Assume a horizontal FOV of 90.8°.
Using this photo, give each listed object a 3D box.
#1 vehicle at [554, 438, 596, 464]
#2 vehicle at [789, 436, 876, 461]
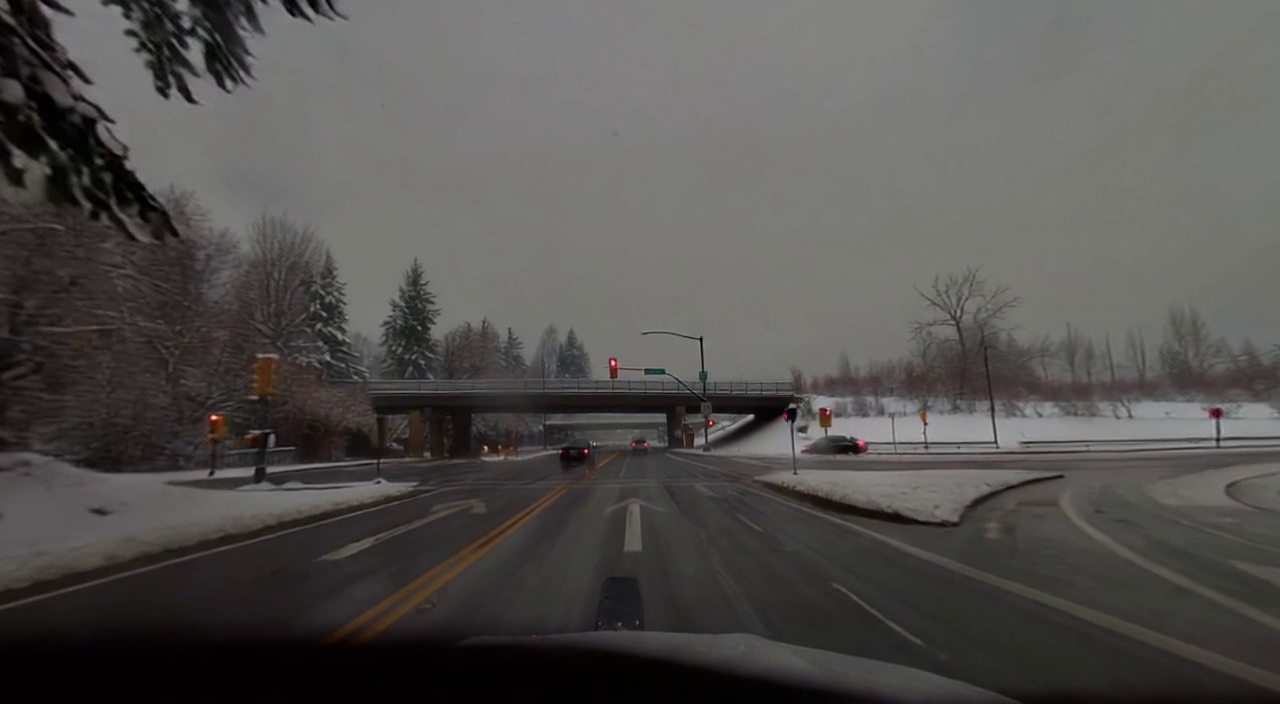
[{"bbox_3d":[-3.869,6.051,38.485,2.082,1.472,4.310,0,-9,0],"label":"vehicle"},{"bbox_3d":[11.690,5.887,38.602,4.691,1.466,1.800,1,-9,-6],"label":"vehicle"}]
